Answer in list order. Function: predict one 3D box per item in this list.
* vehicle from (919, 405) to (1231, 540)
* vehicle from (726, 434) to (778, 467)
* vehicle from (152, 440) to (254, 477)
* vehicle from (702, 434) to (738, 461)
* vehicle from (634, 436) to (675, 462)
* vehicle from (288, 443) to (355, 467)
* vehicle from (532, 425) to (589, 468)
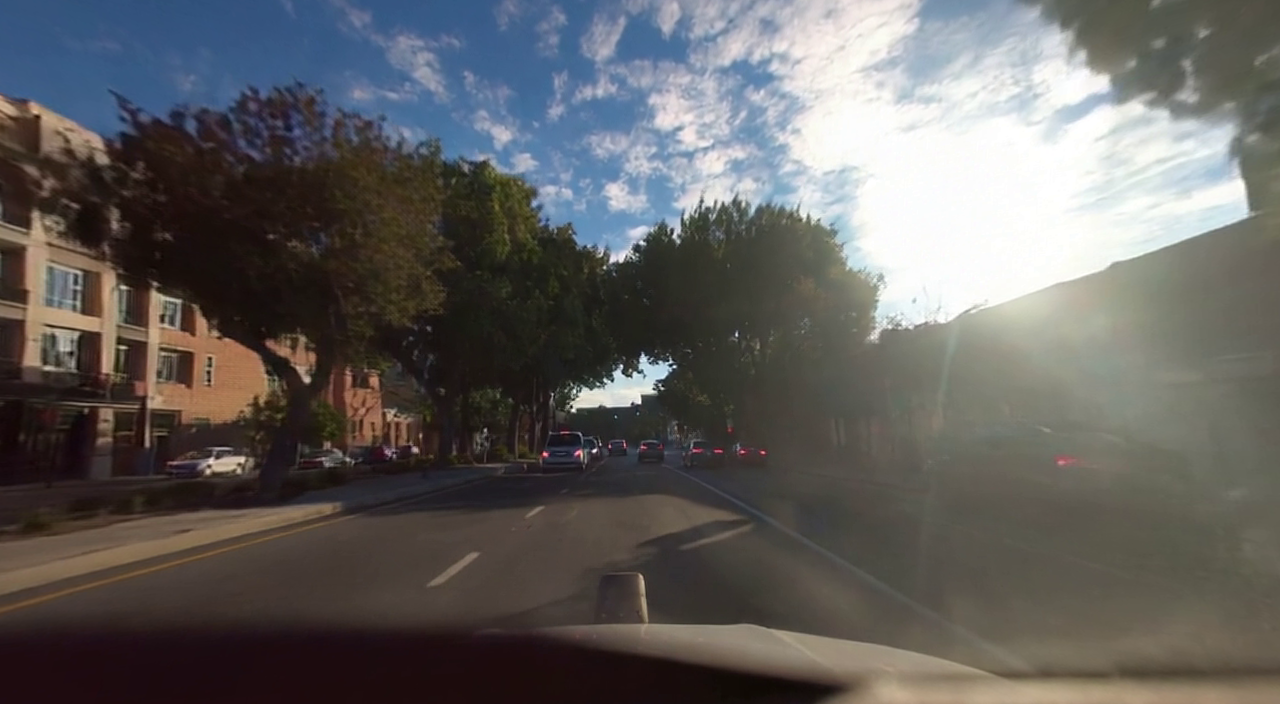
[{"bbox_3d":[6.984,1.981,10.948,2.216,1.847,4.321,0,-8,-1],"label":"vehicle"},{"bbox_3d":[6.314,5.619,36.071,2.164,1.727,3.955,0,-8,-1],"label":"vehicle"},{"bbox_3d":[-22.284,5.427,32.492,1.996,1.767,4.613,0,-8,-1],"label":"vehicle"},{"bbox_3d":[5.921,7.157,47.460,1.997,1.943,4.409,0,-8,-1],"label":"vehicle"},{"bbox_3d":[0.876,6.233,40.673,2.201,1.589,3.843,0,-8,-5],"label":"vehicle"},{"bbox_3d":[-22.460,7.286,44.758,2.111,1.554,5.163,0,-8,-1],"label":"vehicle"},{"bbox_3d":[-3.842,4.715,31.479,2.223,1.957,4.845,0,-8,0],"label":"vehicle"}]
